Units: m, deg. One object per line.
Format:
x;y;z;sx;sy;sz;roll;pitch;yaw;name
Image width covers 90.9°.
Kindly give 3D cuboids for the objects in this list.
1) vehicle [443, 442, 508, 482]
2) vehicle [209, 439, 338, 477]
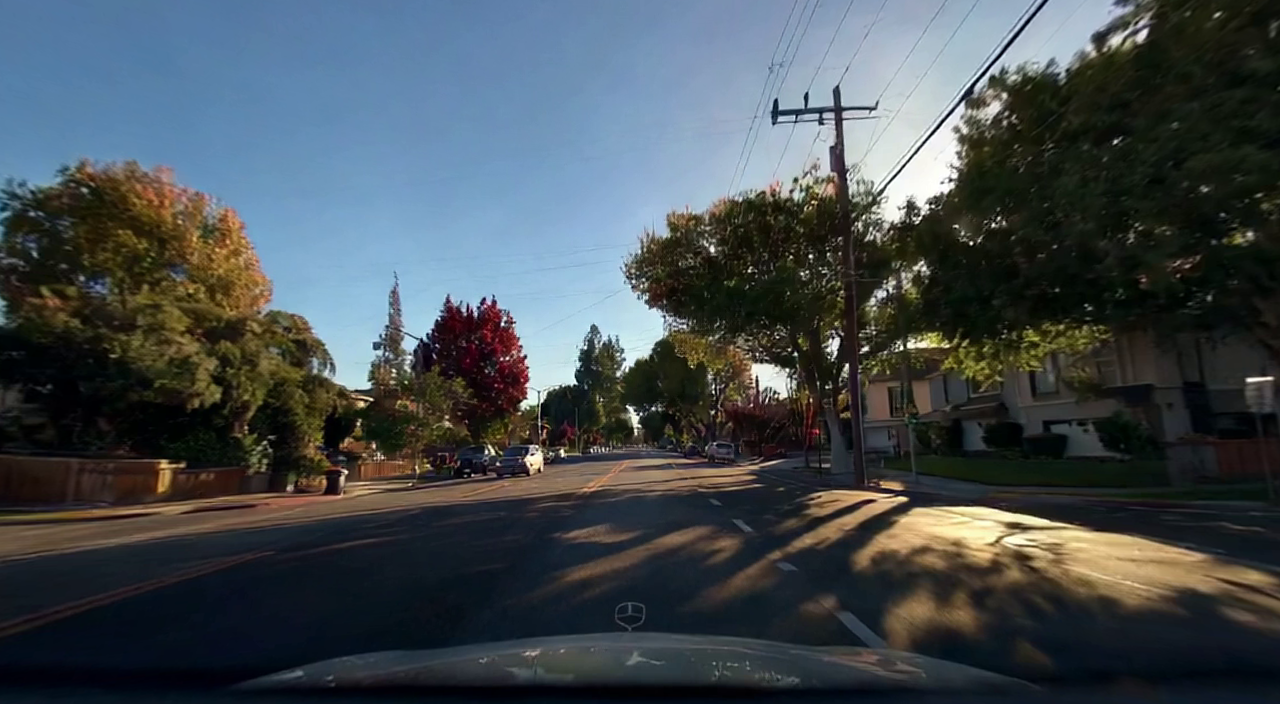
-9.945;6.644;38.590;2.419;2.001;5.566;-3;-7;1;vehicle
-17.818;5.173;30.814;5.004;1.755;2.038;0;-8;0;vehicle
